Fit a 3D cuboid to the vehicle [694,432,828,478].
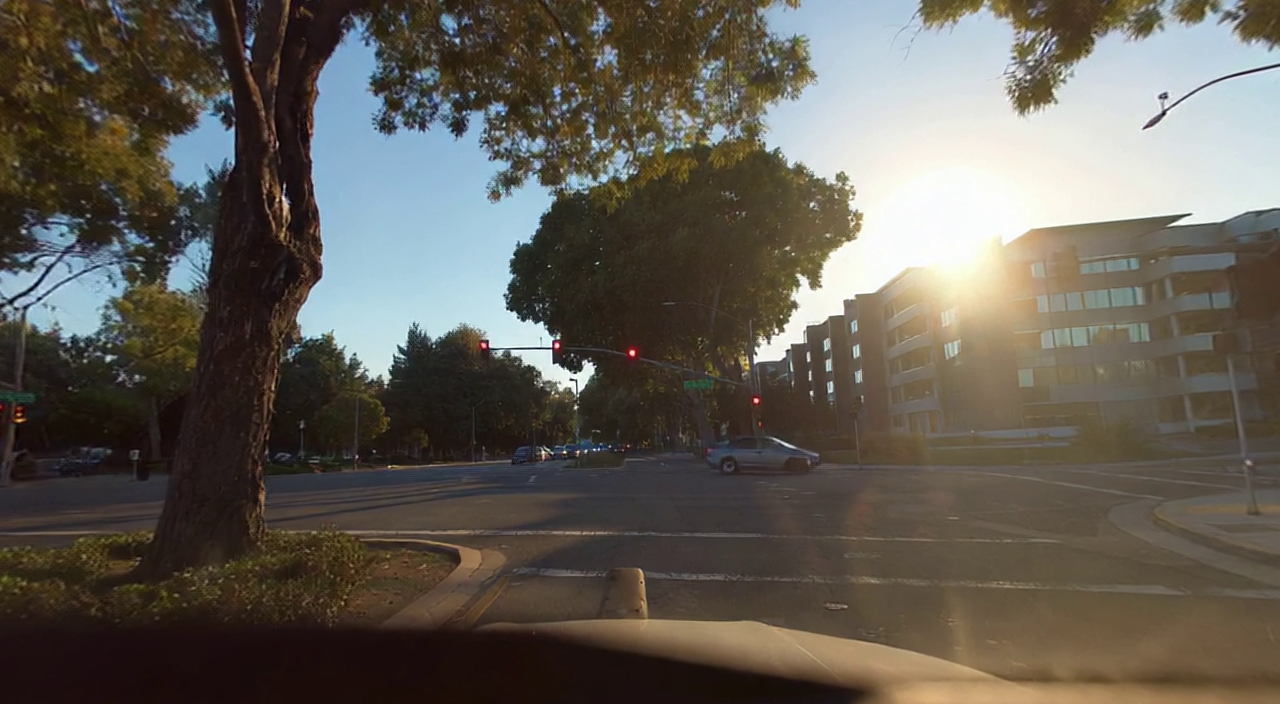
[{"bbox_3d":[5.156,4.366,26.922,5.357,1.814,2.141,-3,-9,15],"label":"vehicle"}]
